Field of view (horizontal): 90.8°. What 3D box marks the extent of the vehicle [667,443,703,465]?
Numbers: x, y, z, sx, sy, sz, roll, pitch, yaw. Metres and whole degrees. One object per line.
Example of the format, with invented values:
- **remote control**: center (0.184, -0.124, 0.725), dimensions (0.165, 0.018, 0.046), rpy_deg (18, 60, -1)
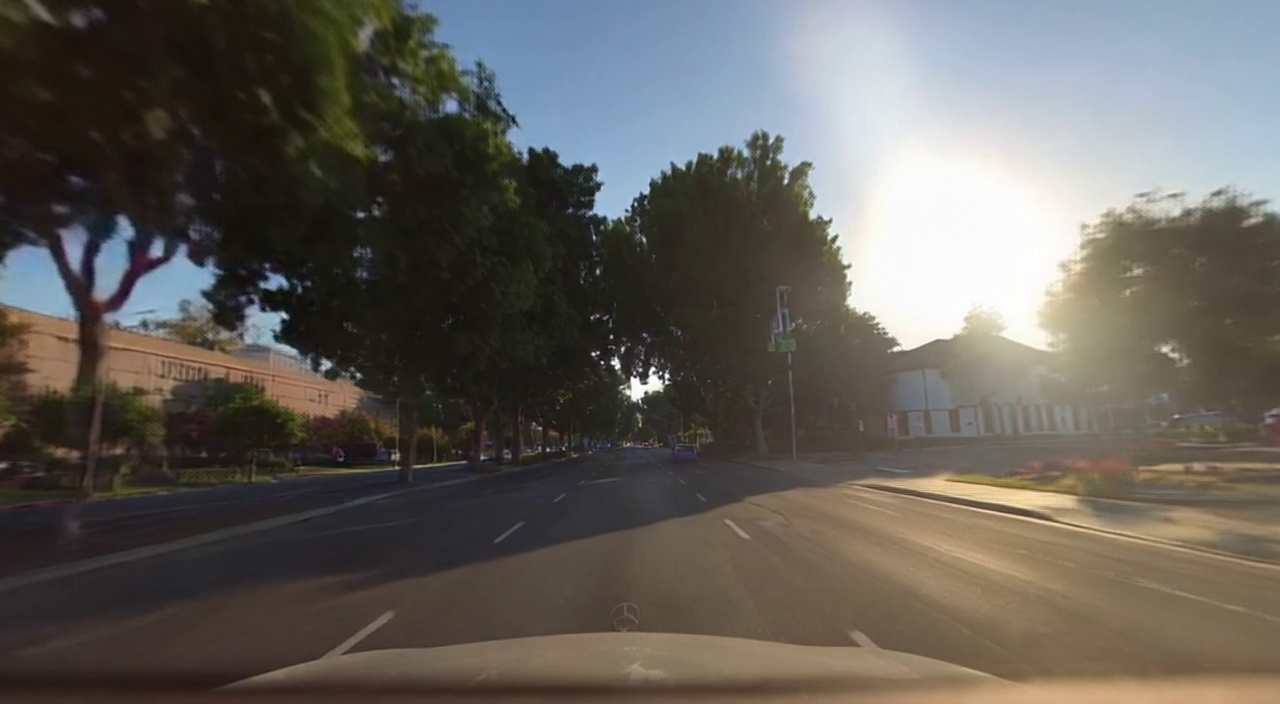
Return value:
- **vehicle**: center (3.131, 7.193, 44.639), dimensions (2.033, 1.482, 4.571), rpy_deg (0, -8, -2)
